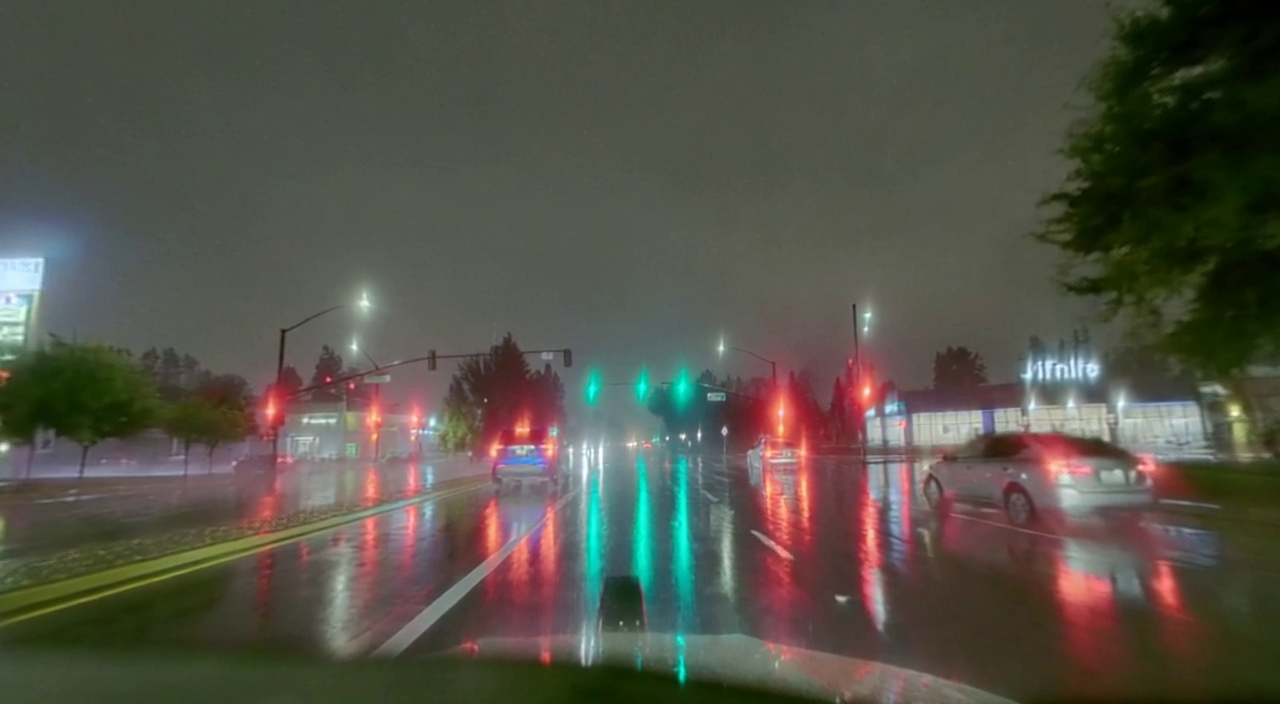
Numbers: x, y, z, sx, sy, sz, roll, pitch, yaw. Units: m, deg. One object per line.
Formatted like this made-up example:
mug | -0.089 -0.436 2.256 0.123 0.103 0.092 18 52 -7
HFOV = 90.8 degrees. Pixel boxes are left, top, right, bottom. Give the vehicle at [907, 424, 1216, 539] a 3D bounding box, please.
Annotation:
vehicle | 6.761 2.121 11.045 2.014 1.539 4.852 0 -8 -1

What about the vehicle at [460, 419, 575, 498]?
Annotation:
vehicle | -3.221 2.946 17.862 2.313 1.883 5.016 0 -8 -1

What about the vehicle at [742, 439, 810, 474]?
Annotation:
vehicle | 6.208 4.824 29.383 1.972 1.476 4.775 0 -8 -2
